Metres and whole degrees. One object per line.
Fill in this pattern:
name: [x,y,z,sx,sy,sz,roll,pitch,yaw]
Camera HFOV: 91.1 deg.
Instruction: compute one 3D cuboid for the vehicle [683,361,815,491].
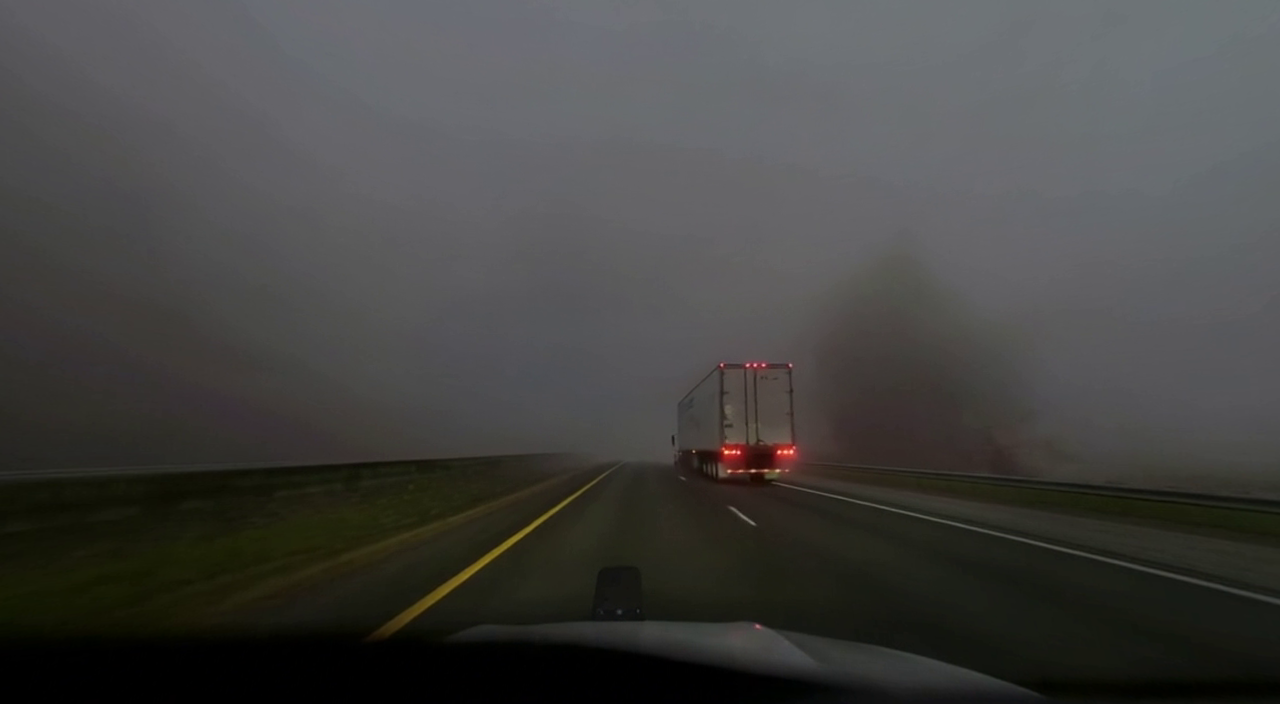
vehicle: [3.896,3.356,26.592,2.938,4.076,13.362,0,-9,-1]
